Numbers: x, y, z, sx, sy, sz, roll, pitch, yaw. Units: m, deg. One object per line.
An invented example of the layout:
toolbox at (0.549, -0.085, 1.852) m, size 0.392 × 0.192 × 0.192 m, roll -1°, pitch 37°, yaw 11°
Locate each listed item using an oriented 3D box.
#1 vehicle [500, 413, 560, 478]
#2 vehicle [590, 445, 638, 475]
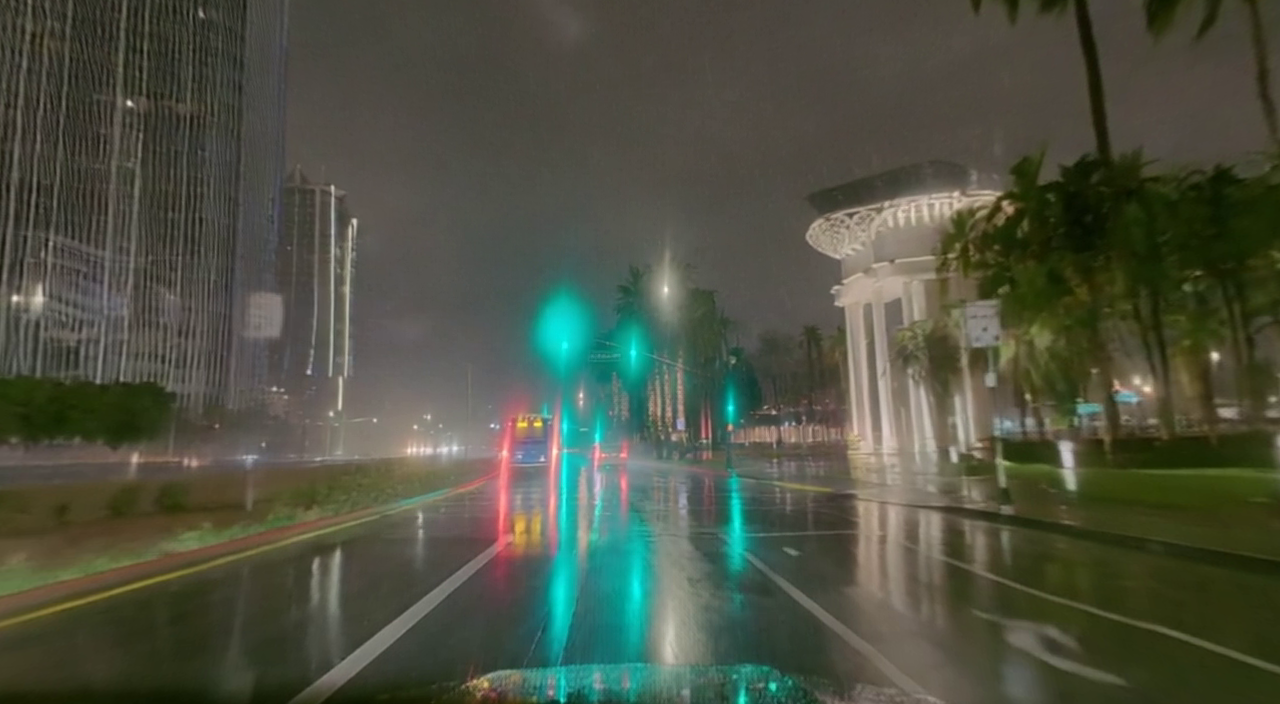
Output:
vehicle at (-5.715, 5.017, 33.991) m, size 2.678 × 3.042 × 8.474 m, roll 1°, pitch -8°, yaw -7°
vehicle at (-1.434, 5.624, 33.142) m, size 2.107 × 1.481 × 4.097 m, roll 1°, pitch -8°, yaw -8°
